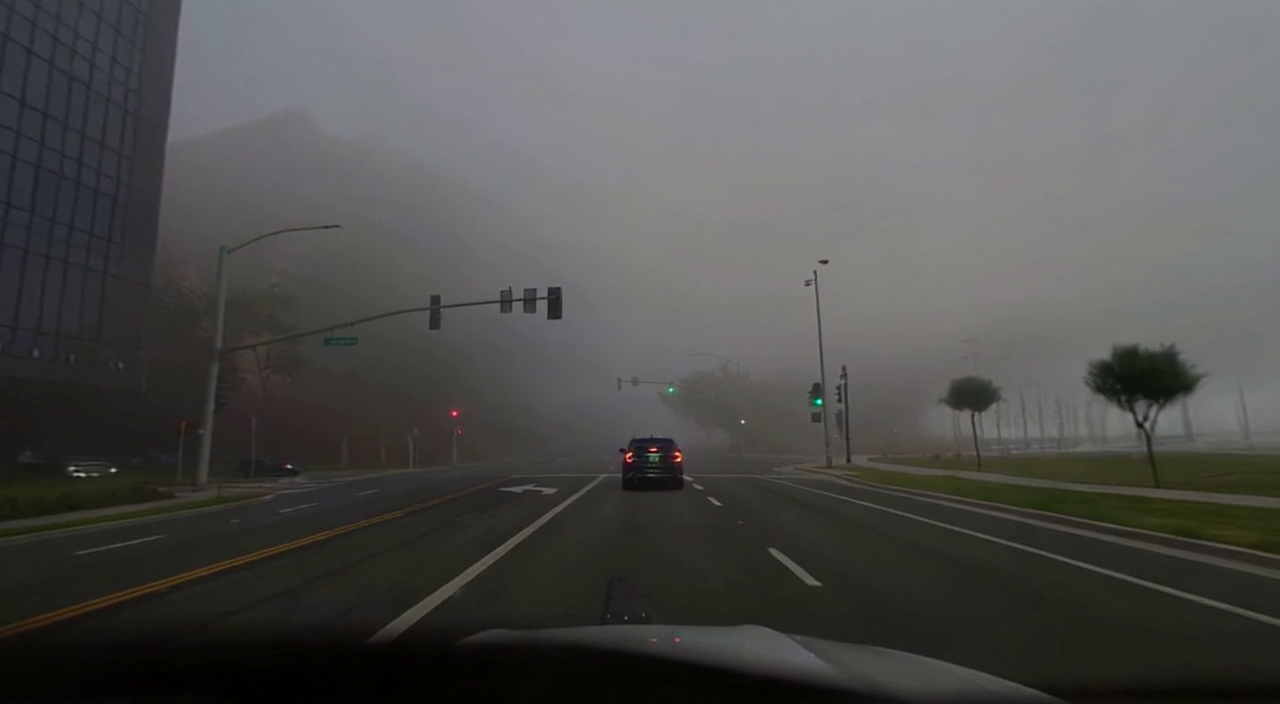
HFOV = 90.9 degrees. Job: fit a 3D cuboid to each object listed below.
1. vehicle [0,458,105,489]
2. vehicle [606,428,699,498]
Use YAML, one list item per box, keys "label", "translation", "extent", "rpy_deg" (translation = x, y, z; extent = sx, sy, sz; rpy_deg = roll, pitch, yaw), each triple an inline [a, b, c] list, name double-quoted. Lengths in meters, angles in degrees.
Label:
- label: "vehicle"
  translation: [-30.858, 6.275, 32.655]
  extent: [4.494, 1.475, 1.893]
  rpy_deg: [0, -9, -1]
- label: "vehicle"
  translation: [0.289, 2.920, 16.930]
  extent: [2.184, 1.640, 4.086]
  rpy_deg: [0, -8, 0]
